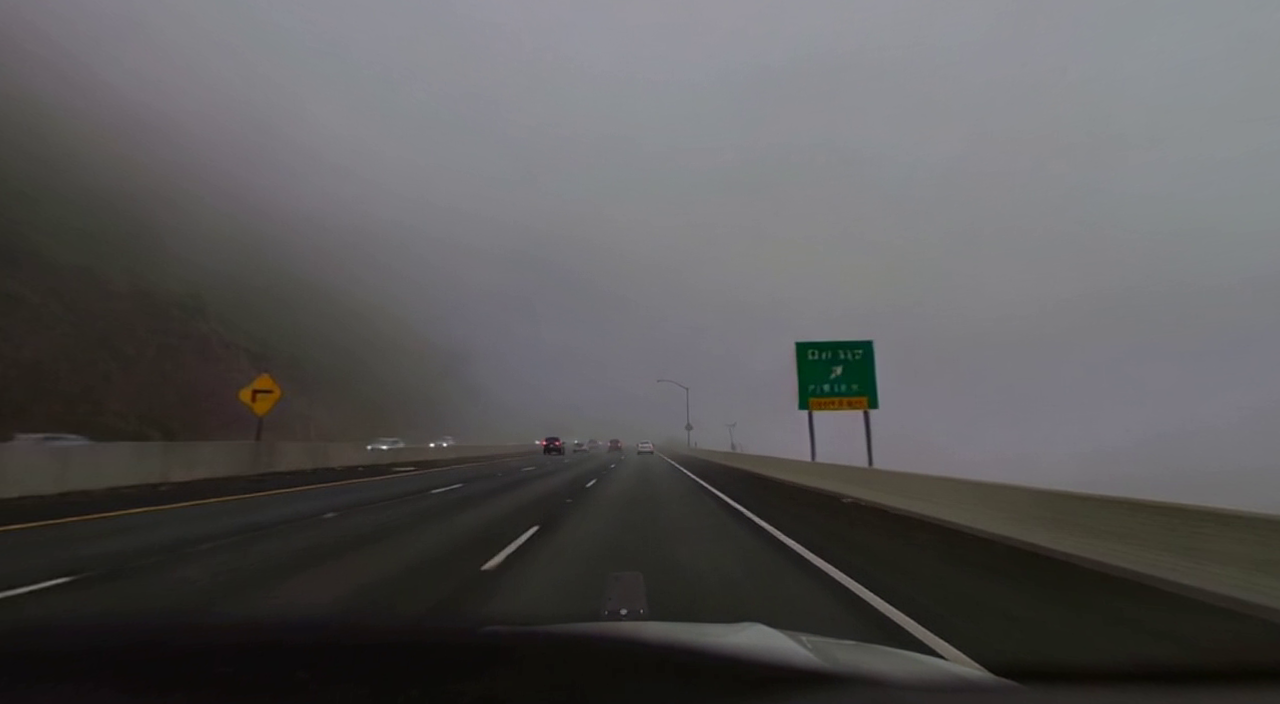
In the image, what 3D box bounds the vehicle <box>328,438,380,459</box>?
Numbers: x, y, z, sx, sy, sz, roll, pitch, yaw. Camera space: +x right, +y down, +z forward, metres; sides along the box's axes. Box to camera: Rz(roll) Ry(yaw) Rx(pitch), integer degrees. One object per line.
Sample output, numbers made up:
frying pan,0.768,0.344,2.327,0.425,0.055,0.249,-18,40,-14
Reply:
vehicle,-21.221,7.173,46.765,1.857,1.439,4.335,0,-8,0
